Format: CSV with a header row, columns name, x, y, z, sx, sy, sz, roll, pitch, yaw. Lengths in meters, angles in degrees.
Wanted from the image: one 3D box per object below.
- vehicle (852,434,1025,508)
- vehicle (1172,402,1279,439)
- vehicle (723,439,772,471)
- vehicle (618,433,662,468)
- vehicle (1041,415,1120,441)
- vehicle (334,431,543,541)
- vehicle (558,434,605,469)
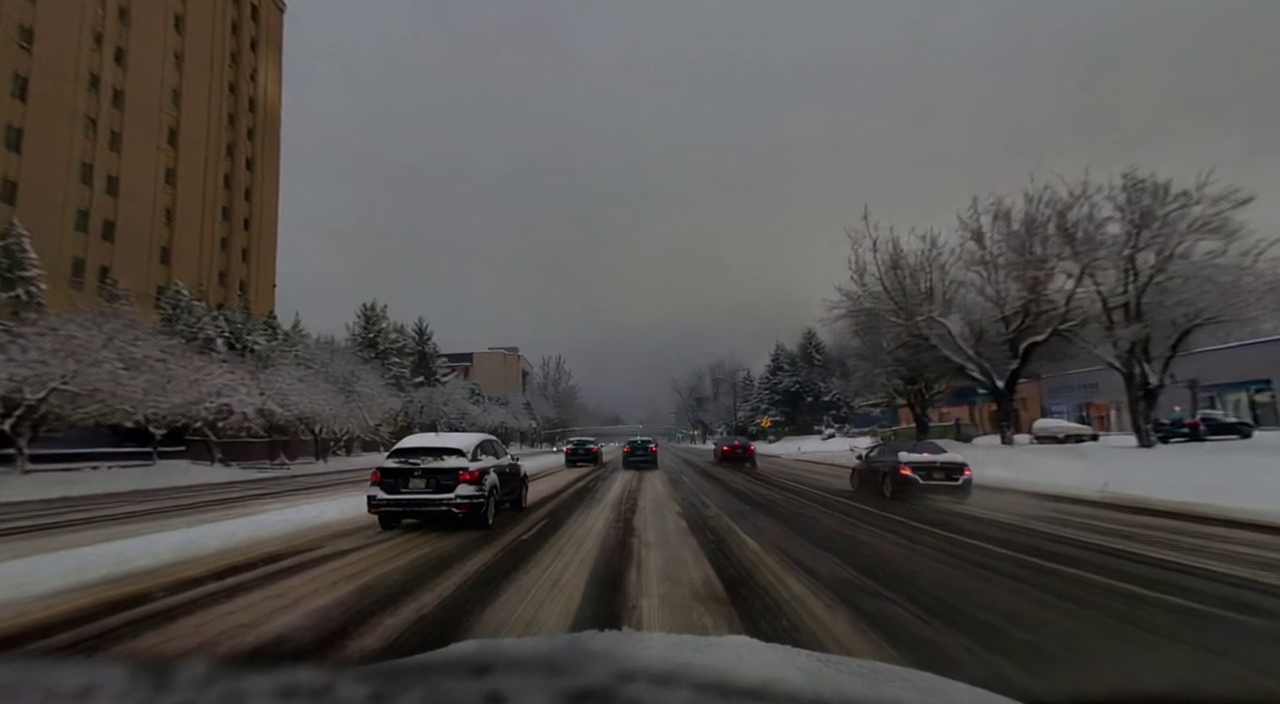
name,x,y,z,sx,sy,sz,roll,pitch,yaw
vehicle,6.828,2.760,15.097,1.865,1.458,4.605,0,-8,-1
vehicle,26.056,3.087,27.901,4.674,1.489,2.008,4,-9,-27
vehicle,5.249,5.077,31.180,1.884,1.458,4.245,-1,-8,3
vehicle,0.037,5.566,35.709,2.304,1.795,4.526,-1,-8,1
vehicle,26.421,4.592,37.763,4.692,1.475,2.038,5,-10,-31
vehicle,-3.123,2.179,10.942,2.095,1.486,4.411,-1,-8,1
vehicle,-3.202,5.584,35.543,2.117,1.799,4.442,-1,-8,1
